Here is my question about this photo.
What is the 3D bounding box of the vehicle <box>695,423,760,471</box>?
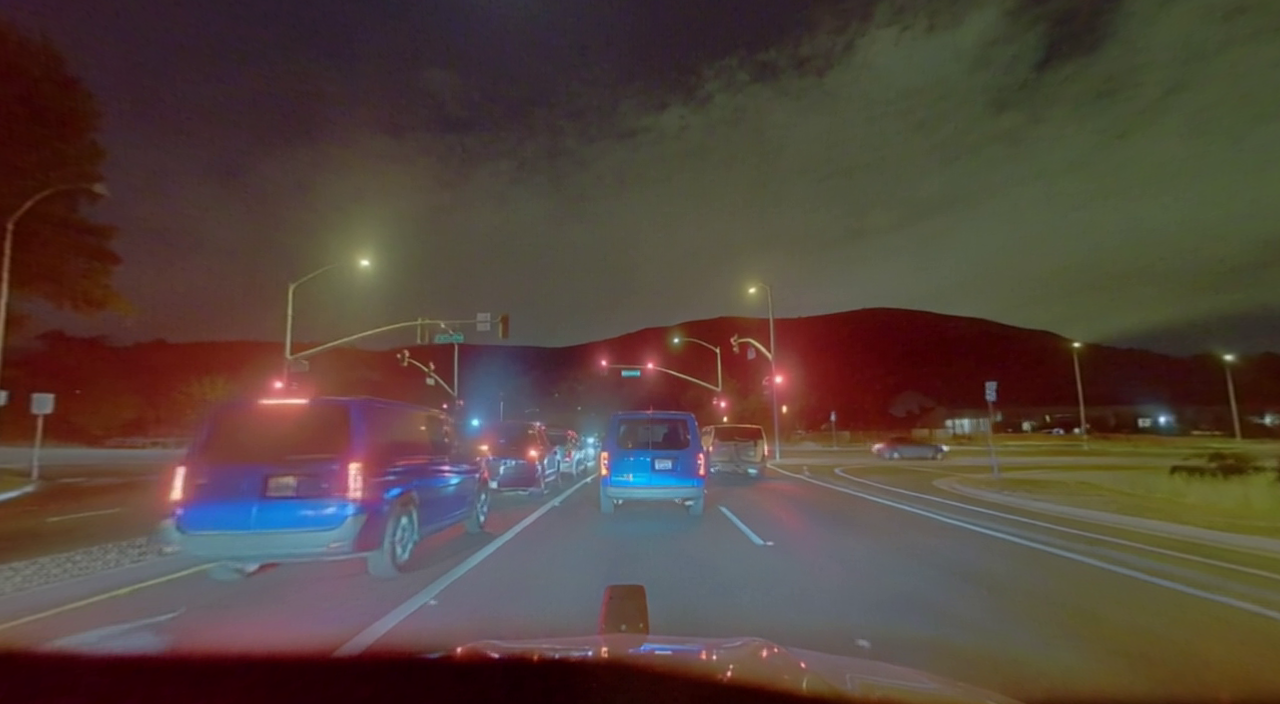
[{"bbox_3d":[3.180,3.549,23.614,1.817,1.662,3.843,0,-8,-1],"label":"vehicle"}]

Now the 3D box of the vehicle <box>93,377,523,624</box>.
[{"bbox_3d":[-2.849,1.413,6.932,2.131,1.783,4.540,0,-8,2],"label":"vehicle"}]

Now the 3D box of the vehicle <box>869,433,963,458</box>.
[{"bbox_3d":[16.263,5.525,37.245,4.696,1.461,1.810,0,-8,-1],"label":"vehicle"}]

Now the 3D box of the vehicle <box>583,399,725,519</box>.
[{"bbox_3d":[0.220,1.970,11.966,2.185,1.822,4.391,0,-8,0],"label":"vehicle"}]
